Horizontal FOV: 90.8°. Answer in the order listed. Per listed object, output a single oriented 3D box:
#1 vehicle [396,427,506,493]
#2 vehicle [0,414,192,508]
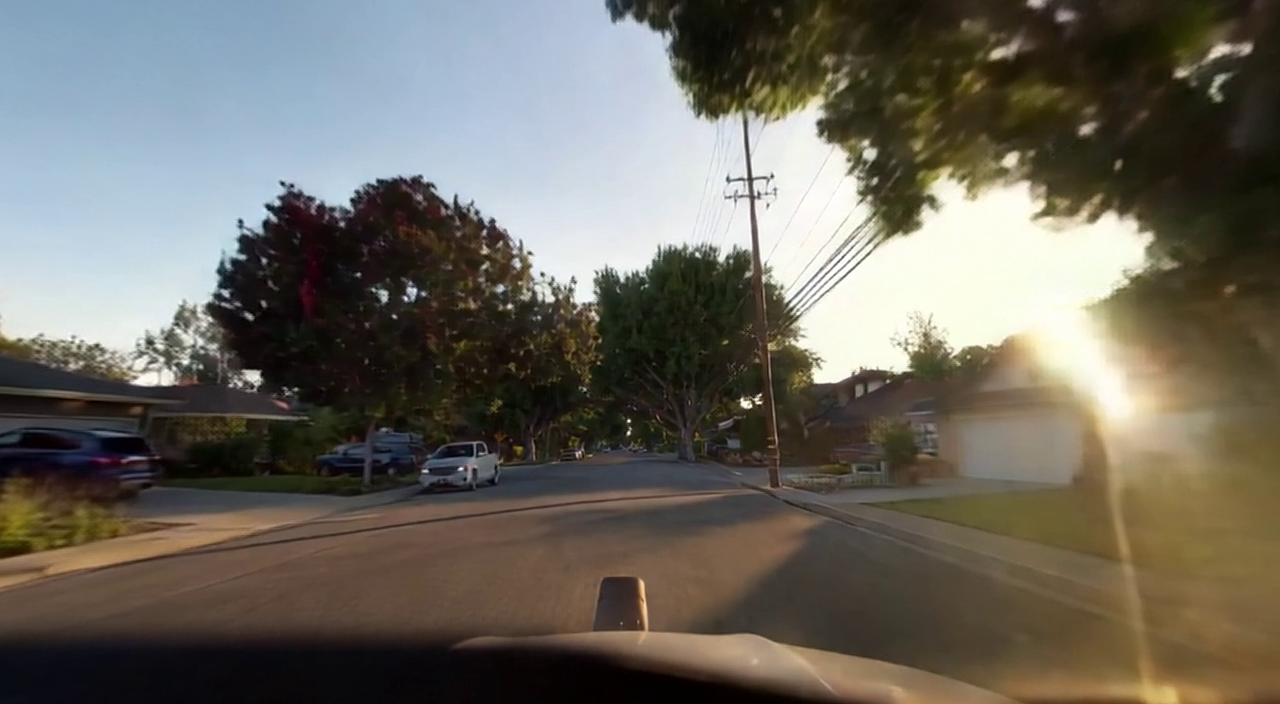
[{"bbox_3d":[-7.148,4.230,24.811,2.739,2.164,6.065,-1,-9,-3],"label":"vehicle"},{"bbox_3d":[-13.771,2.499,14.634,5.033,1.997,2.126,0,-9,-2],"label":"vehicle"}]
